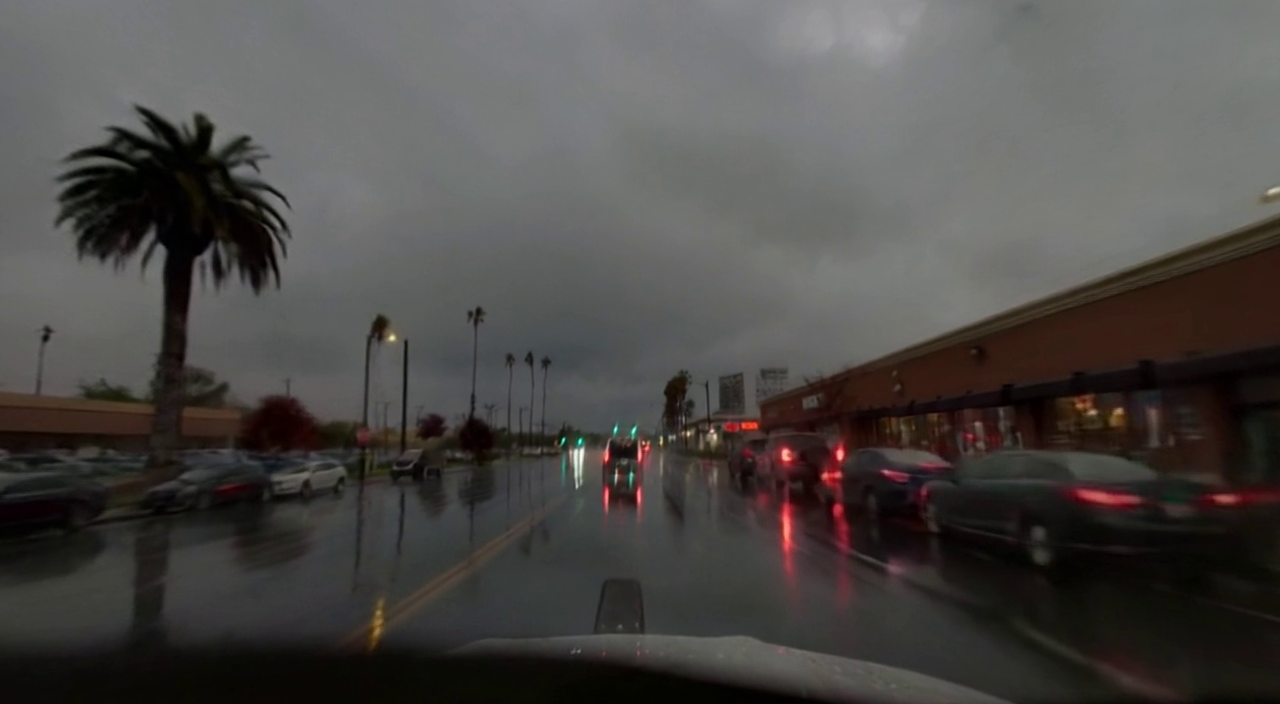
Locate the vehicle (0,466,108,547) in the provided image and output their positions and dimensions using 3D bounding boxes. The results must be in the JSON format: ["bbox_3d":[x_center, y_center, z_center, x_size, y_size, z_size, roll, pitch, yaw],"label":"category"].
[{"bbox_3d":[-13.086,3.056,12.111,1.804,1.441,4.534,-4,-8,0],"label":"vehicle"}]

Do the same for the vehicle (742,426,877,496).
[{"bbox_3d":[5.416,3.616,21.358,2.568,1.974,6.203,0,-8,-3],"label":"vehicle"}]

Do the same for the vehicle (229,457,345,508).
[{"bbox_3d":[-13.363,4.929,24.215,1.914,1.489,4.523,-4,-8,0],"label":"vehicle"}]

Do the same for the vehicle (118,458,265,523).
[{"bbox_3d":[-13.252,4.066,18.900,1.774,1.522,3.699,-4,-8,-2],"label":"vehicle"}]

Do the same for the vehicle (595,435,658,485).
[{"bbox_3d":[-0.485,4.185,24.696,2.239,1.763,4.096,0,-8,0],"label":"vehicle"}]

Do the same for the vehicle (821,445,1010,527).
[{"bbox_3d":[5.571,2.730,13.575,1.805,1.429,4.911,0,-8,-1],"label":"vehicle"}]

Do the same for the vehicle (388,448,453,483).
[{"bbox_3d":[-13.516,6.974,39.065,2.296,1.847,4.856,-4,-8,-1],"label":"vehicle"}]

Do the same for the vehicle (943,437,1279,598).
[{"bbox_3d":[5.914,1.861,8.119,1.727,1.456,4.569,0,-8,0],"label":"vehicle"}]
